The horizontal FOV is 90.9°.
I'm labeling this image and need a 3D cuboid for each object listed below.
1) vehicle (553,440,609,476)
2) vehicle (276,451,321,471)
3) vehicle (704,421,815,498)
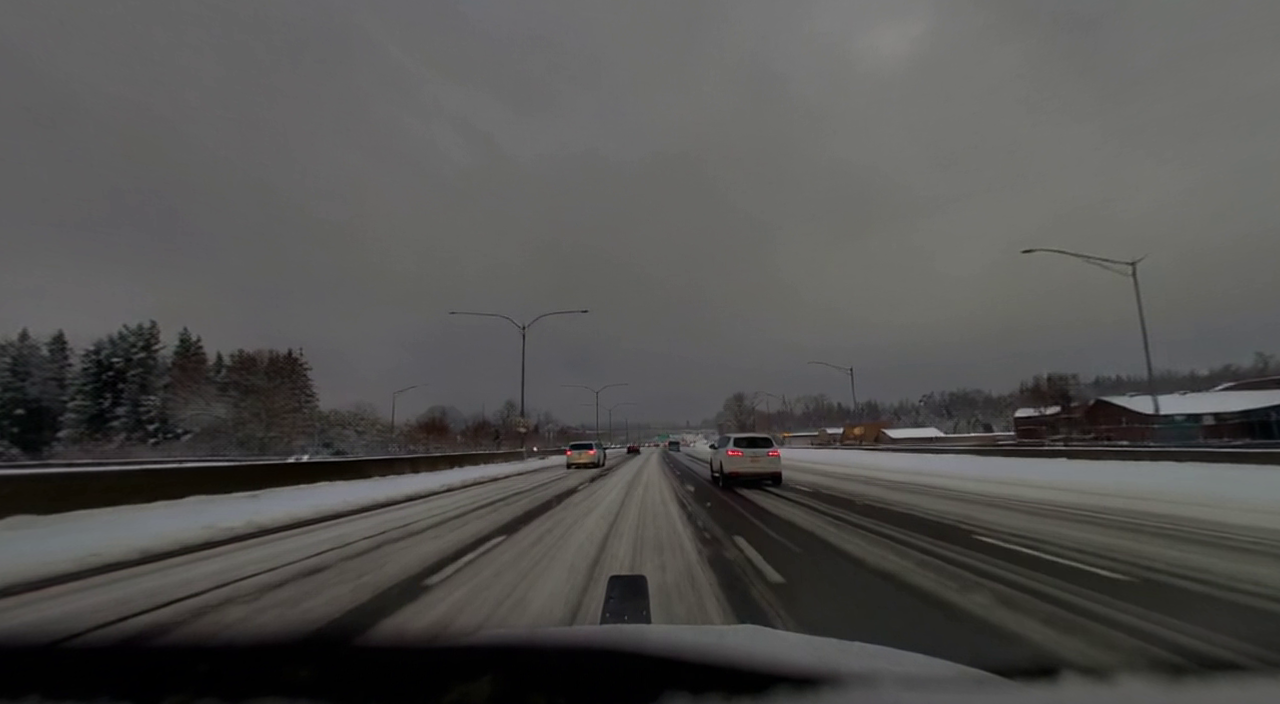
[{"bbox_3d":[-2.714,5.003,30.069,2.080,1.542,4.718,-1,-8,2],"label":"vehicle"},{"bbox_3d":[-25.497,8.140,47.194,1.457,1.336,3.298,-1,-8,1],"label":"vehicle"},{"bbox_3d":[3.166,2.990,17.843,2.148,1.852,4.835,0,-8,0],"label":"vehicle"}]
